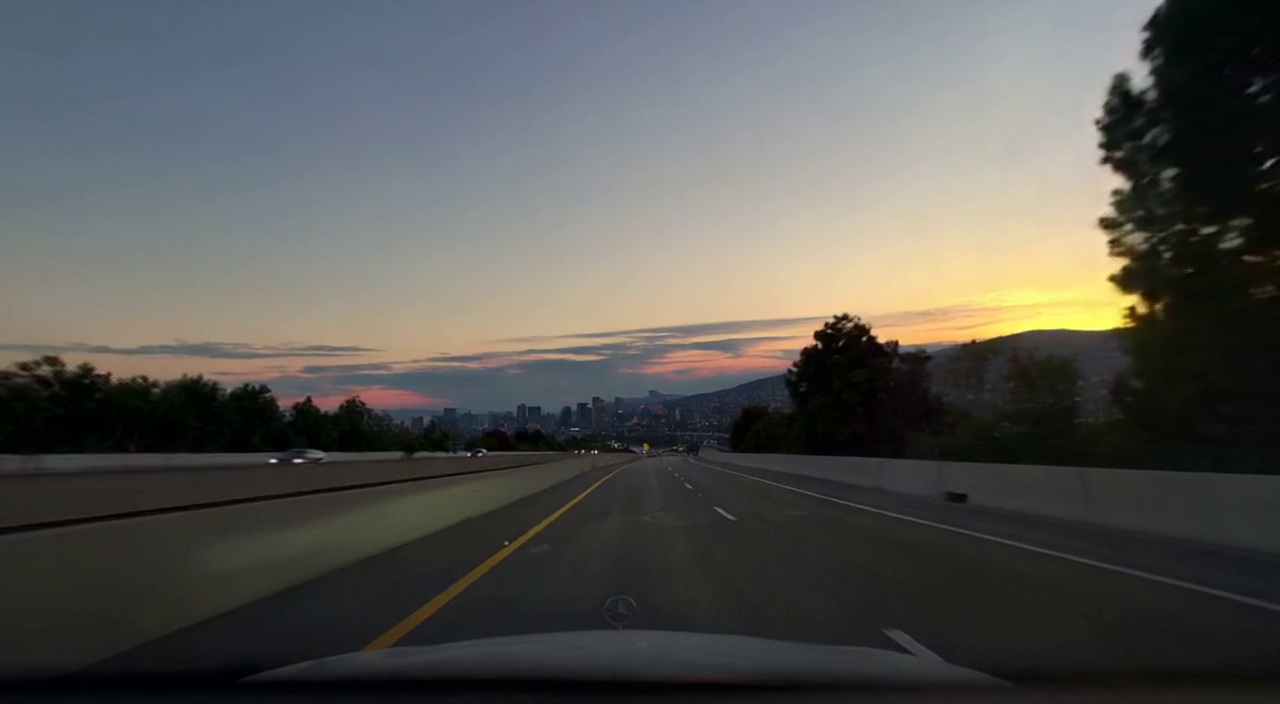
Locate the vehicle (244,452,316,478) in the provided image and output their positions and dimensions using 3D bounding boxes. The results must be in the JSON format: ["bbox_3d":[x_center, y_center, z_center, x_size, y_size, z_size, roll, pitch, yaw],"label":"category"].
[{"bbox_3d":[-22.975,7.182,40.359,1.847,1.521,4.688,0,-9,0],"label":"vehicle"}]
